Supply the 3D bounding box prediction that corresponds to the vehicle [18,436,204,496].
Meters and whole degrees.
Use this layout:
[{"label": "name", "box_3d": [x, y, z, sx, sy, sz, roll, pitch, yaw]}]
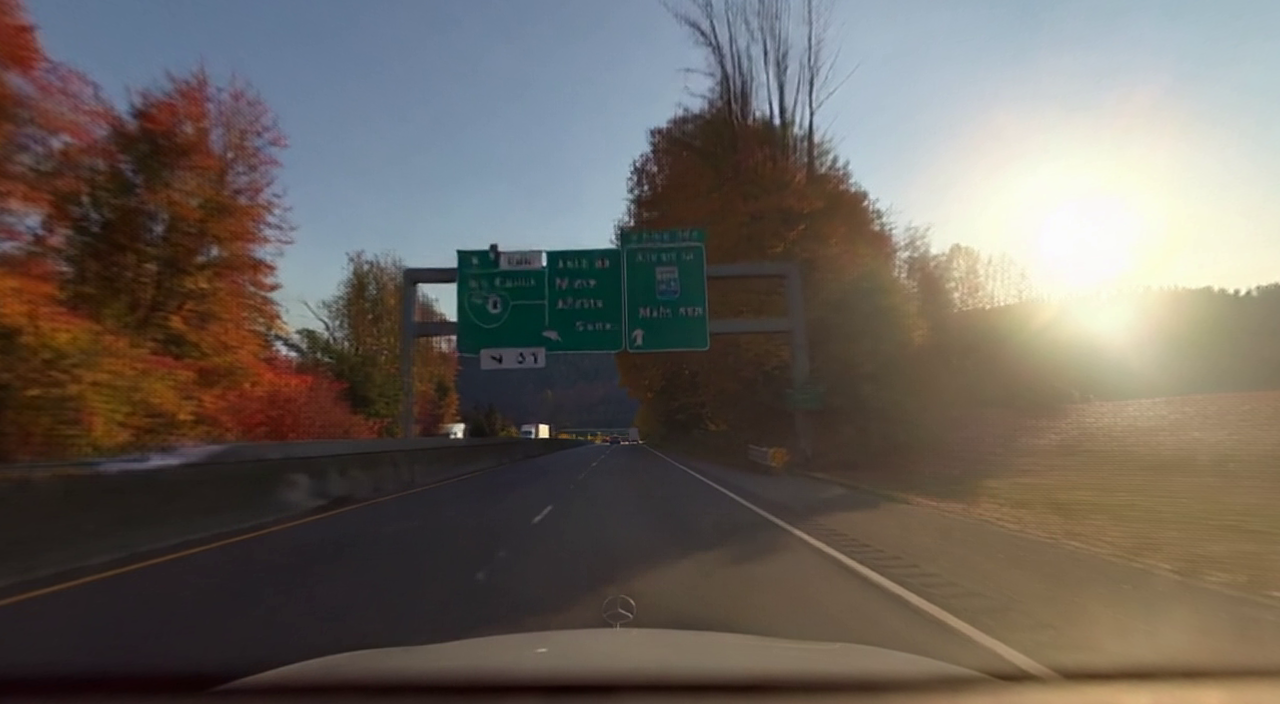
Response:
[{"label": "vehicle", "box_3d": [-14.931, 3.192, 18.113, 1.836, 1.507, 4.073, 0, -8, -1]}]
